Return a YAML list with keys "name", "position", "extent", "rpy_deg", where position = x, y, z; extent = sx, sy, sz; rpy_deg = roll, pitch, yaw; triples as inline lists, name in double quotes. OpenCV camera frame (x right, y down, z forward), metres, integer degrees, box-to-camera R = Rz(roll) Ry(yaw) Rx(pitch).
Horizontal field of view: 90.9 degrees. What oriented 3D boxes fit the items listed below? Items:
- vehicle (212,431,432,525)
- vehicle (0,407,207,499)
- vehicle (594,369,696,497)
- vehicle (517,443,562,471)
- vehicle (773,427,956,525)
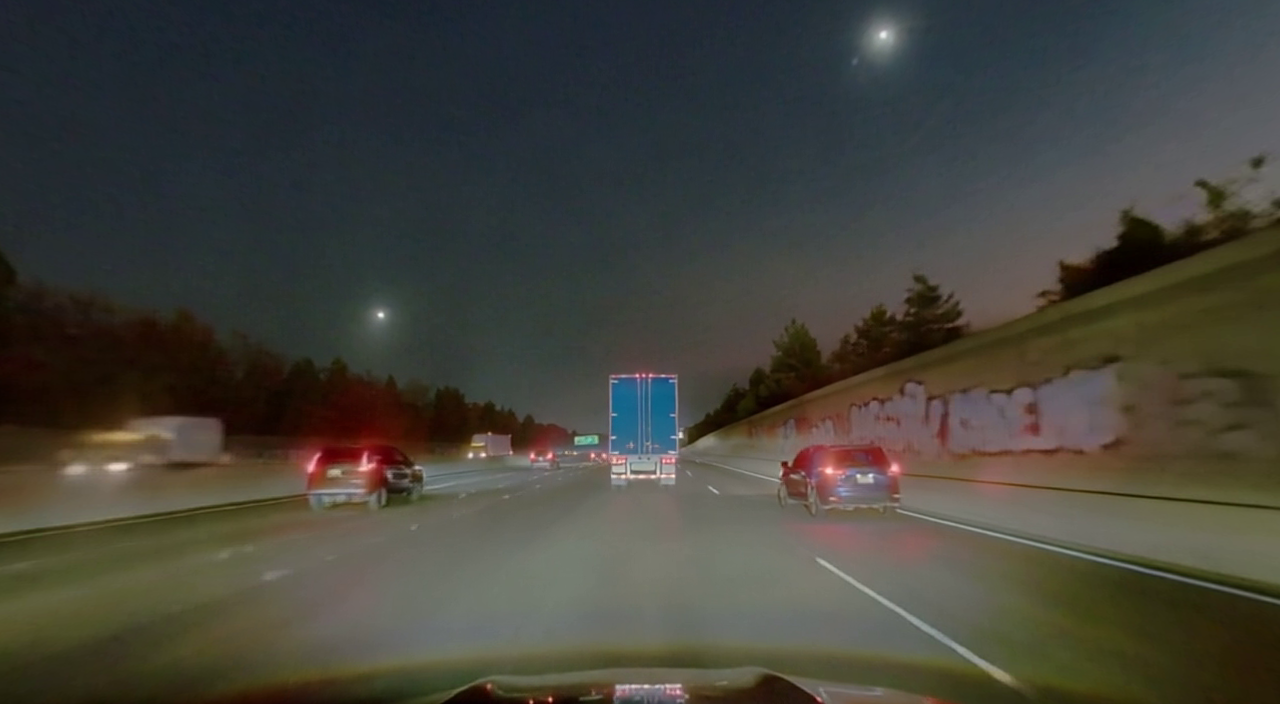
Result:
- name: "vehicle"
  position: [-6.498, 2.631, 13.723]
  extent: [2.134, 1.662, 4.851]
  rpy_deg: [0, -9, 2]
- name: "vehicle"
  position: [-17.870, 3.401, 21.291]
  extent: [2.179, 2.650, 5.861]
  rpy_deg: [0, -9, 1]
- name: "vehicle"
  position: [0.154, 3.083, 23.133]
  extent: [2.915, 3.661, 9.741]
  rpy_deg: [0, -9, 0]
- name: "vehicle"
  position: [-6.198, 6.555, 39.426]
  extent: [2.005, 1.607, 4.042]
  rpy_deg: [-1, -9, 2]
- name: "vehicle"
  position: [4.375, 2.505, 13.224]
  extent: [2.205, 1.689, 4.403]
  rpy_deg: [0, -9, 0]
